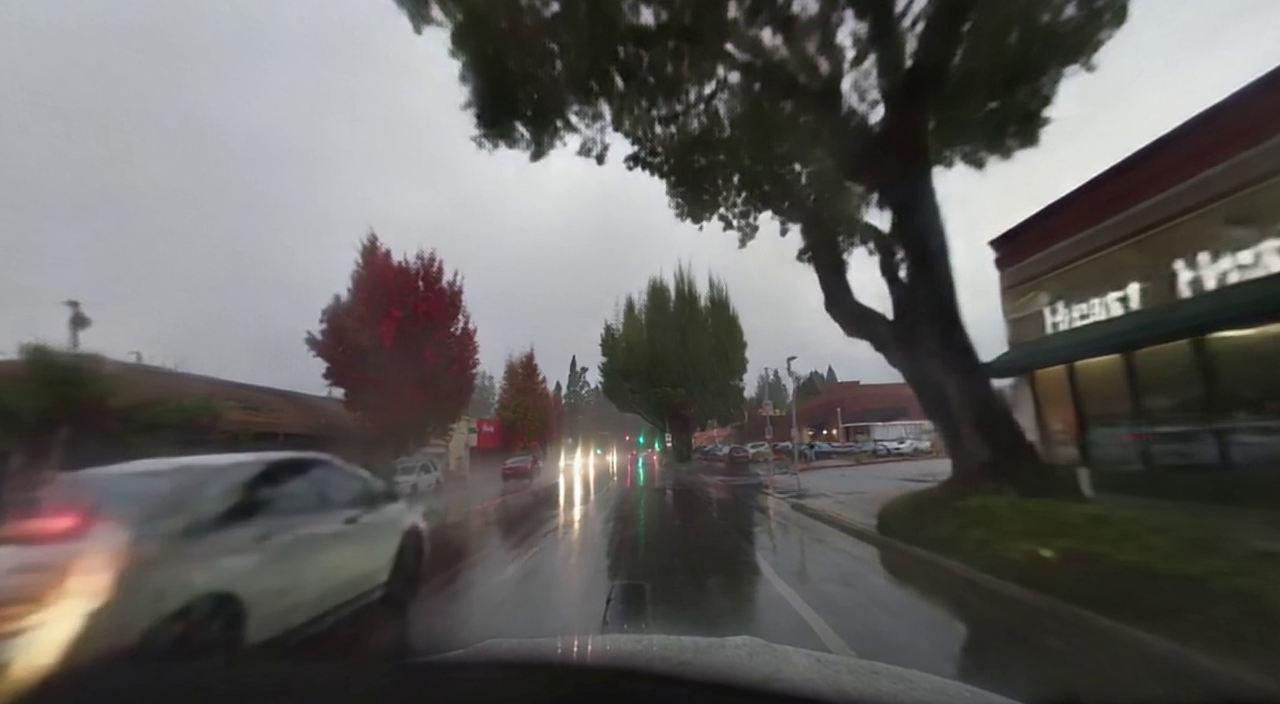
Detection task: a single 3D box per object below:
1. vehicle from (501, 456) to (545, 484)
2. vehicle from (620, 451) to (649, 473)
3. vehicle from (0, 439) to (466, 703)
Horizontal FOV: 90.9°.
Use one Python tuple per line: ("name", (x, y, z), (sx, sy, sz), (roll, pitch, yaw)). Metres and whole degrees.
("vehicle", (-7.904, 7.978, 42.941), (2.038, 1.670, 4.468), (0, -9, 1))
("vehicle", (-0.435, 7.992, 46.154), (2.020, 1.478, 3.922), (0, -9, -2))
("vehicle", (-2.968, 1.403, 4.523), (2.076, 1.481, 4.513), (0, -9, 1))
